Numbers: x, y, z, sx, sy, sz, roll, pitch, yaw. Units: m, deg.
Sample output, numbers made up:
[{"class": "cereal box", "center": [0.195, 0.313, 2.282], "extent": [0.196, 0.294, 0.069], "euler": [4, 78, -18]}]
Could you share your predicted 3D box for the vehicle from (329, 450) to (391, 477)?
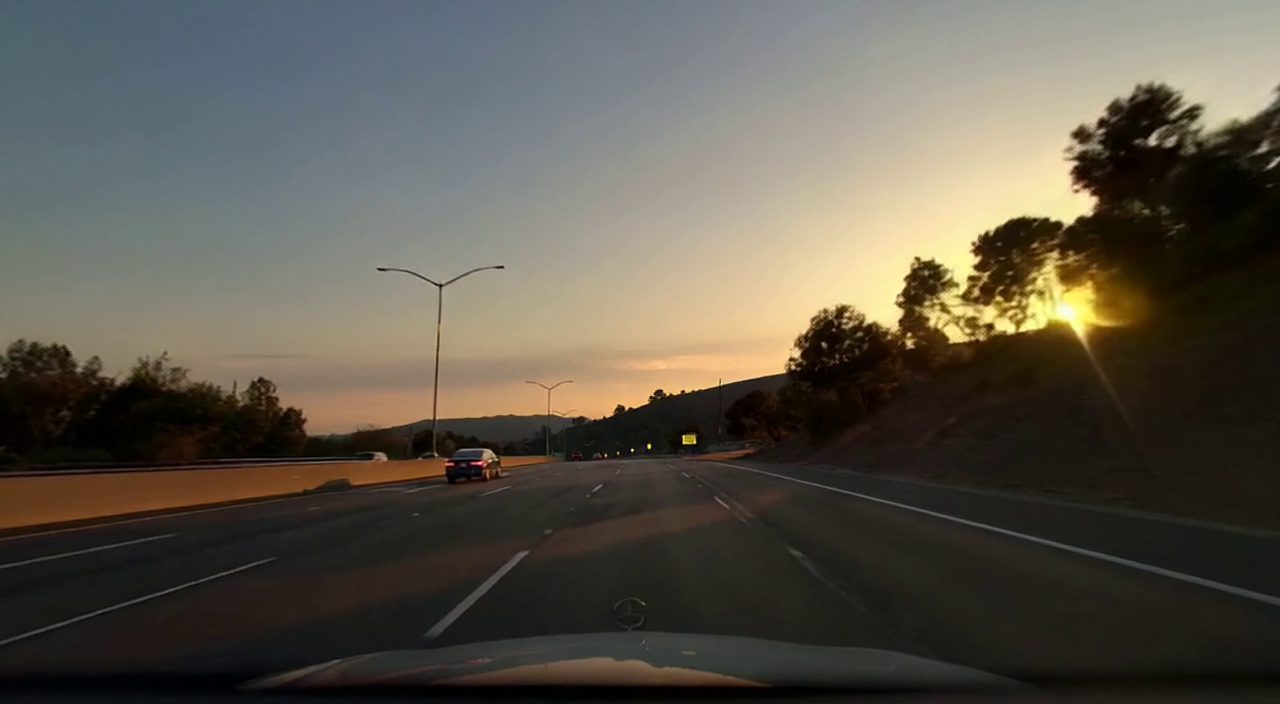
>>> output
[{"class": "vehicle", "center": [-17.614, 7.017, 39.926], "extent": [1.927, 1.517, 4.410], "euler": [0, -8, -1]}]
